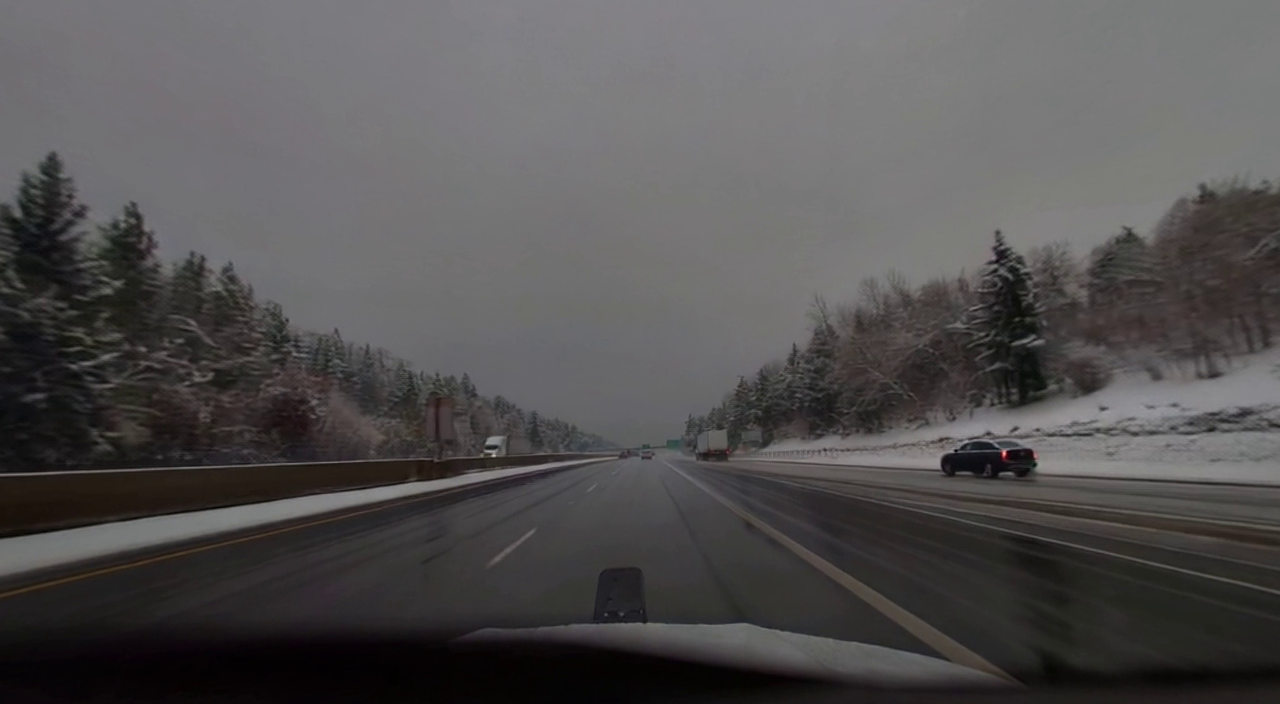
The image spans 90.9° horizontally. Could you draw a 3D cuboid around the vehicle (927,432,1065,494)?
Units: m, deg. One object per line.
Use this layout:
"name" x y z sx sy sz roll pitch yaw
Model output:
"vehicle" 11.455 3.579 20.623 2.038 1.823 3.744 1 -9 -5
